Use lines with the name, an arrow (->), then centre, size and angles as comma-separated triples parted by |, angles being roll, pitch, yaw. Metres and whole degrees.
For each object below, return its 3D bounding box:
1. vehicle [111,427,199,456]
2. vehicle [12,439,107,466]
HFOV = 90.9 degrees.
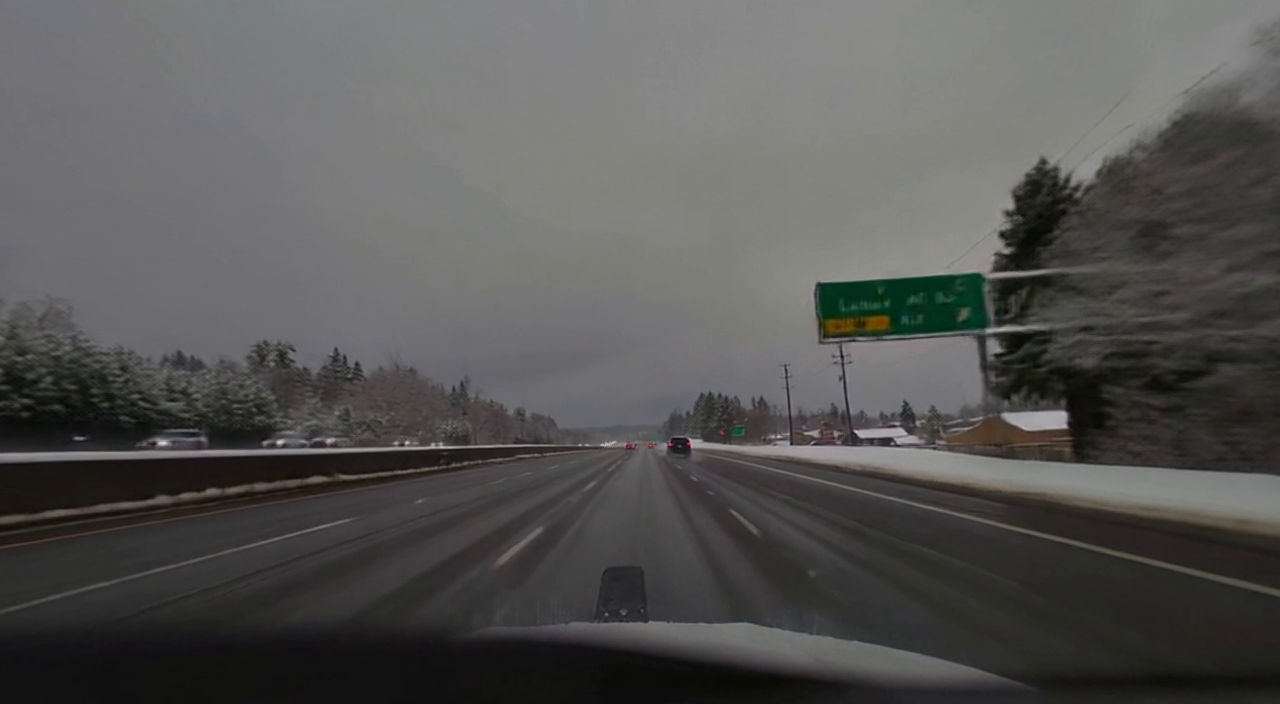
vehicle -> -30.041, 5.574, 39.267 | 2.029, 1.709, 4.289 | 0, -8, 0
vehicle -> -33.853, 5.863, 36.923 | 1.733, 1.474, 4.026 | 0, -8, 0
